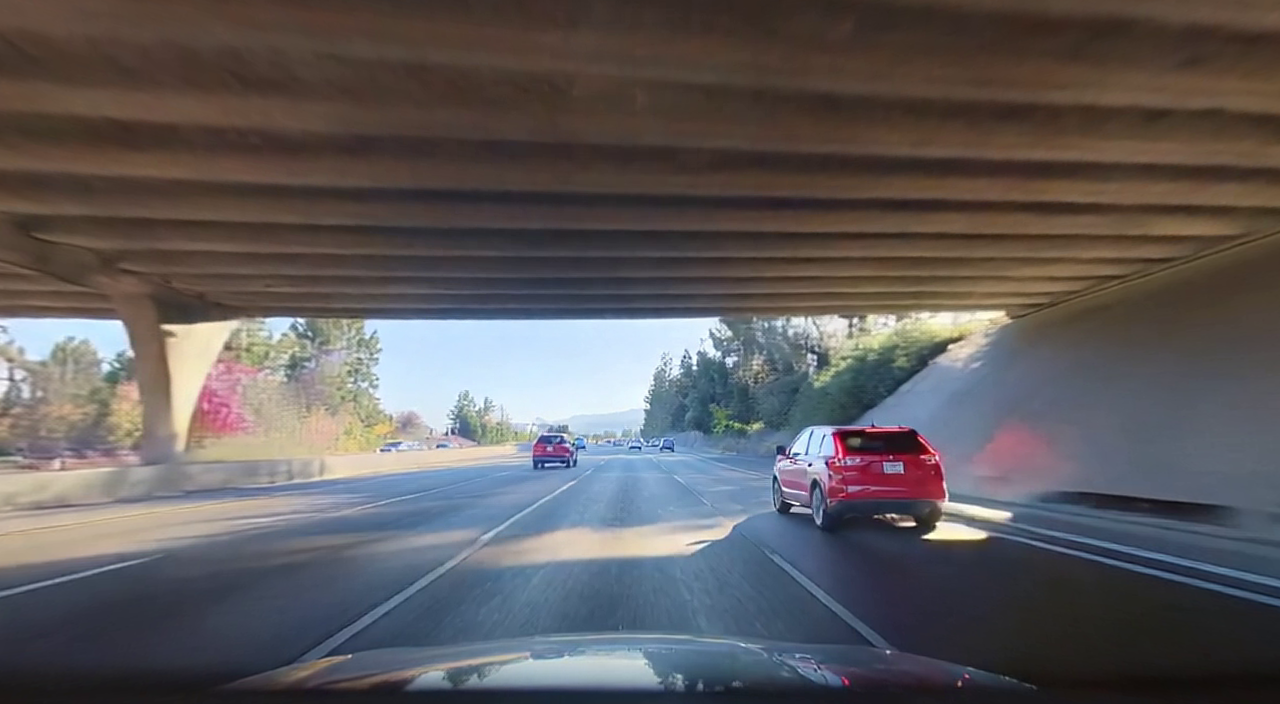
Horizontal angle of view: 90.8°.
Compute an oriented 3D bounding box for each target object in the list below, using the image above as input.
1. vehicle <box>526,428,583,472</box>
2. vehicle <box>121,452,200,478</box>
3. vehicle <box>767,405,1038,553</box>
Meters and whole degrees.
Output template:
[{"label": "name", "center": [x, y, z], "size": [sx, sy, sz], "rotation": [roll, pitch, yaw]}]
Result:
[{"label": "vehicle", "center": [-3.887, 4.558, 29.556], "size": [2.018, 1.872, 4.728], "rotation": [0, -9, 0]}, {"label": "vehicle", "center": [-30.531, 7.171, 40.370], "size": [1.791, 1.507, 4.074], "rotation": [0, -9, 0]}, {"label": "vehicle", "center": [3.617, 1.851, 9.885], "size": [2.185, 1.749, 4.477], "rotation": [0, -8, -2]}]
